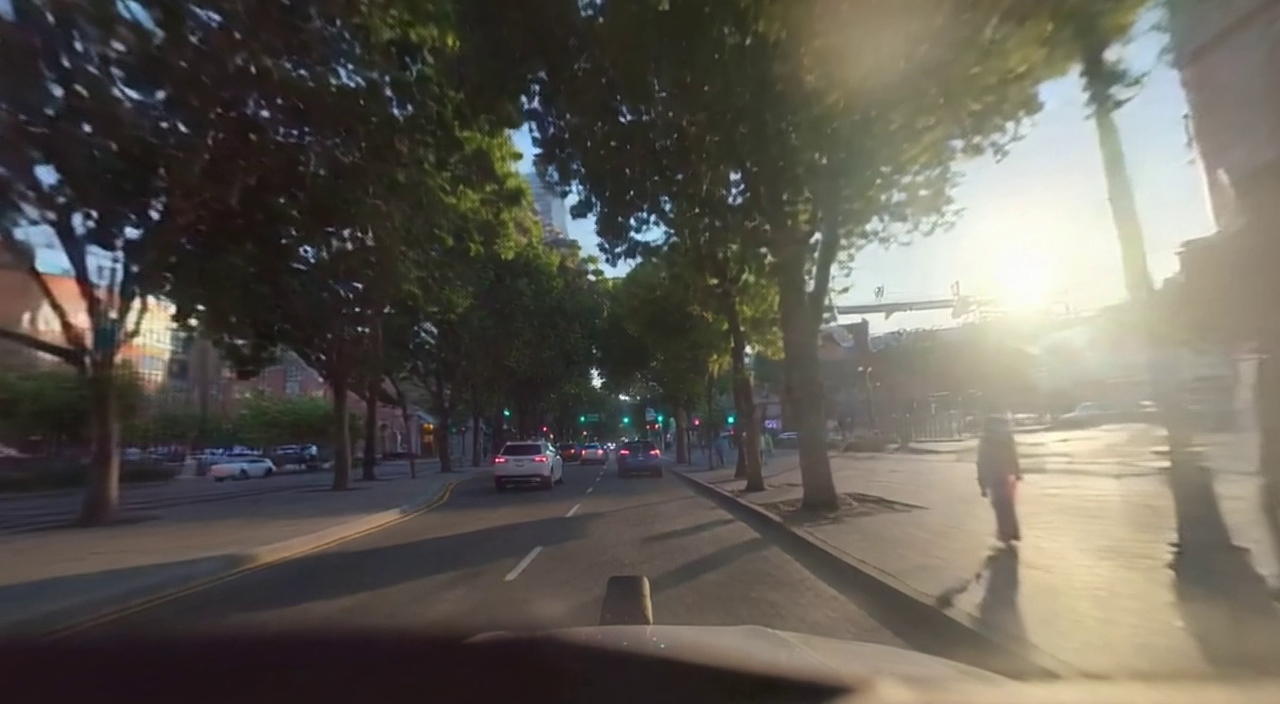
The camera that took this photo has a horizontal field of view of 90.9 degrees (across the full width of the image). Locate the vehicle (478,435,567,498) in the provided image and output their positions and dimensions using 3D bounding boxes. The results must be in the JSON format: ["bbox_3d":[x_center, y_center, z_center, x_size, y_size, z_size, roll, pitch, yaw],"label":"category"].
[{"bbox_3d":[-3.437,3.424,19.233,1.940,1.722,3.823,0,-8,0],"label":"vehicle"}]

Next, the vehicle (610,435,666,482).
[{"bbox_3d":[-0.103,4.316,25.771,2.120,1.758,3.917,0,-8,-1],"label":"vehicle"}]

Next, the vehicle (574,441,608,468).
[{"bbox_3d":[-3.584,7.576,46.895,2.220,1.847,4.587,0,-8,-1],"label":"vehicle"}]
